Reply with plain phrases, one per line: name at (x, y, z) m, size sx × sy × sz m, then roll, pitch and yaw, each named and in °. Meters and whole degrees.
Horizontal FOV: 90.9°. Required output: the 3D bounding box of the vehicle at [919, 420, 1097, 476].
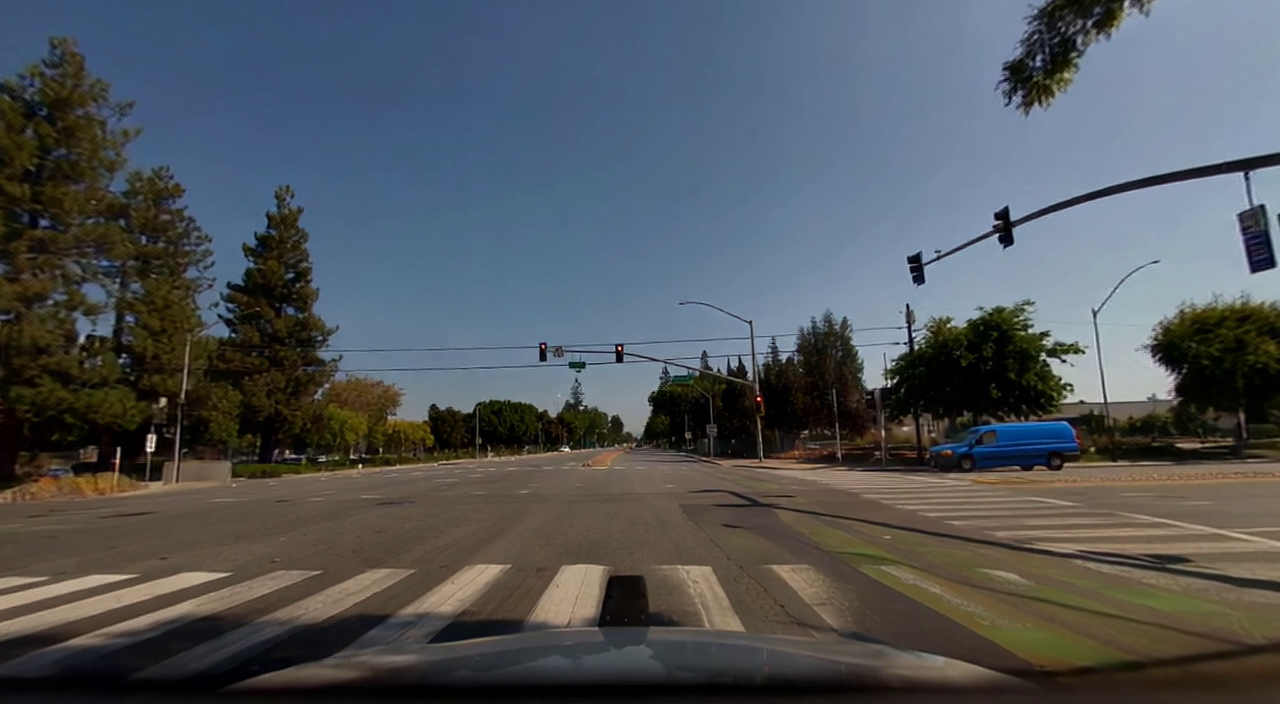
vehicle at (12.421, 3.271, 21.517) m, size 4.790 × 1.798 × 1.909 m, roll 0°, pitch -8°, yaw 1°
